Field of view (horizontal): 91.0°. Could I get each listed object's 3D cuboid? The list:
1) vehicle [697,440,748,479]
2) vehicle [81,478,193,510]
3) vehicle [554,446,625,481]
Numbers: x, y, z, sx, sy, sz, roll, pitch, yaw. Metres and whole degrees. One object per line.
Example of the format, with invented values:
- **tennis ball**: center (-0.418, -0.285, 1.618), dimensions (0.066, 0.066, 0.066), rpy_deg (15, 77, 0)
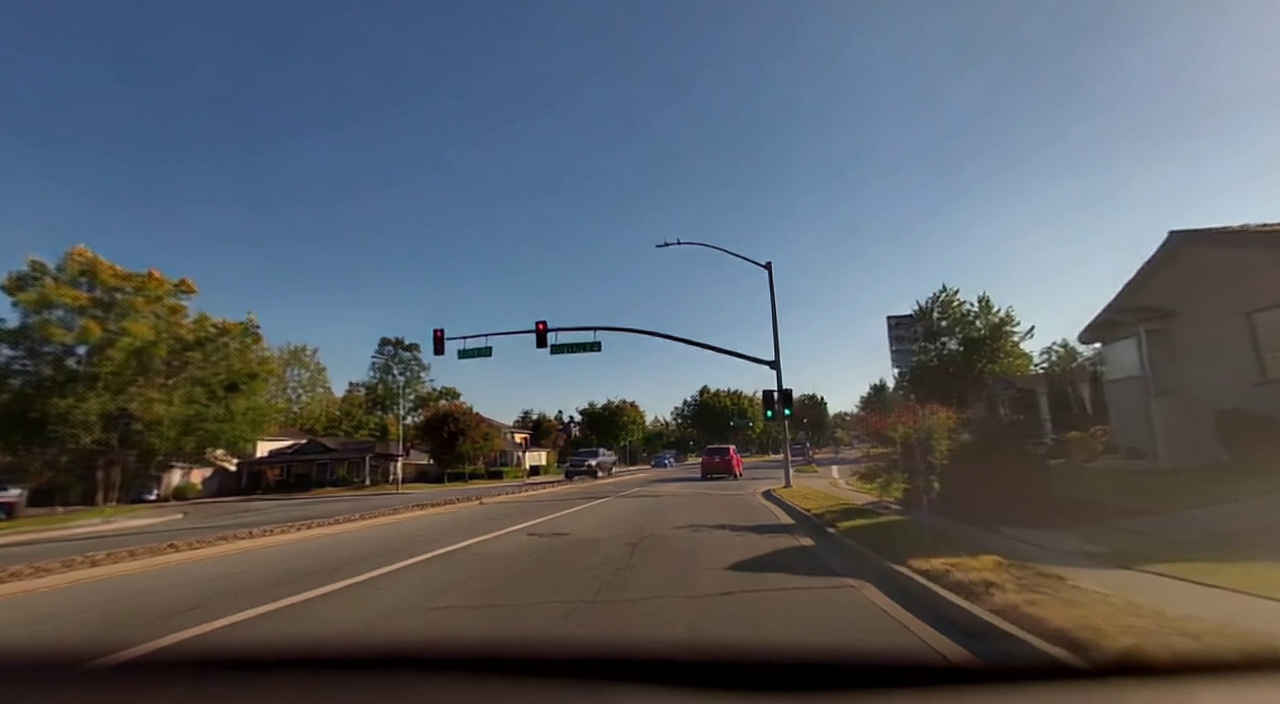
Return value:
- **vehicle**: center (4.441, 5.613, 33.225), dimensions (2.059, 1.908, 4.714), rpy_deg (-2, -9, 14)
- **vehicle**: center (-31.096, 8.769, 39.056), dimensions (4.697, 1.691, 2.486), rpy_deg (1, -9, -5)
- **vehicle**: center (-3.156, 7.245, 41.489), dimensions (2.369, 2.041, 6.995), rpy_deg (-3, -9, 16)
